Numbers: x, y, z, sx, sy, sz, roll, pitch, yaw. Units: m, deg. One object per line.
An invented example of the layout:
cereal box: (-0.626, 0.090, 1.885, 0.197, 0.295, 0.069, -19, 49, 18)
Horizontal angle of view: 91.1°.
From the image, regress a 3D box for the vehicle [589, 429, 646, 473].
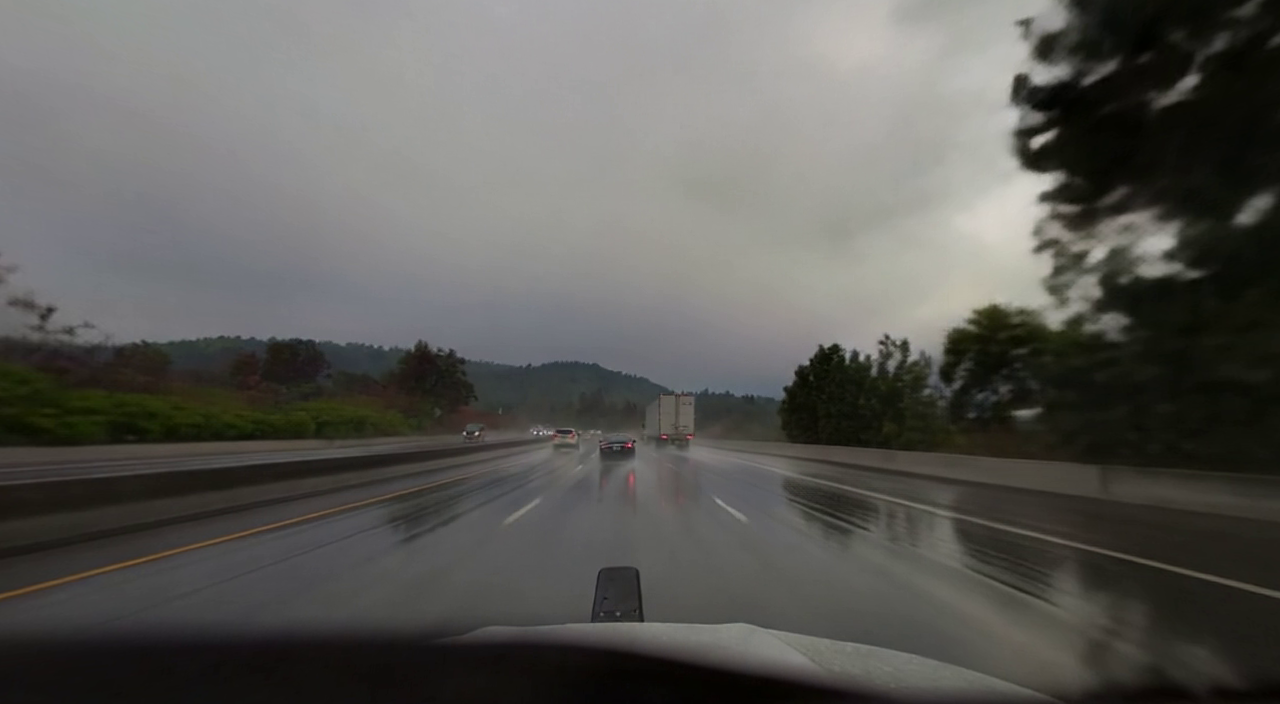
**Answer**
vehicle: (-0.882, 3.885, 24.934, 2.048, 1.563, 4.087, 0, -8, -2)

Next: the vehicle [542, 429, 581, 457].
vehicle: (-5.392, 6.312, 43.726, 2.234, 1.773, 5.134, 0, -8, -2)
